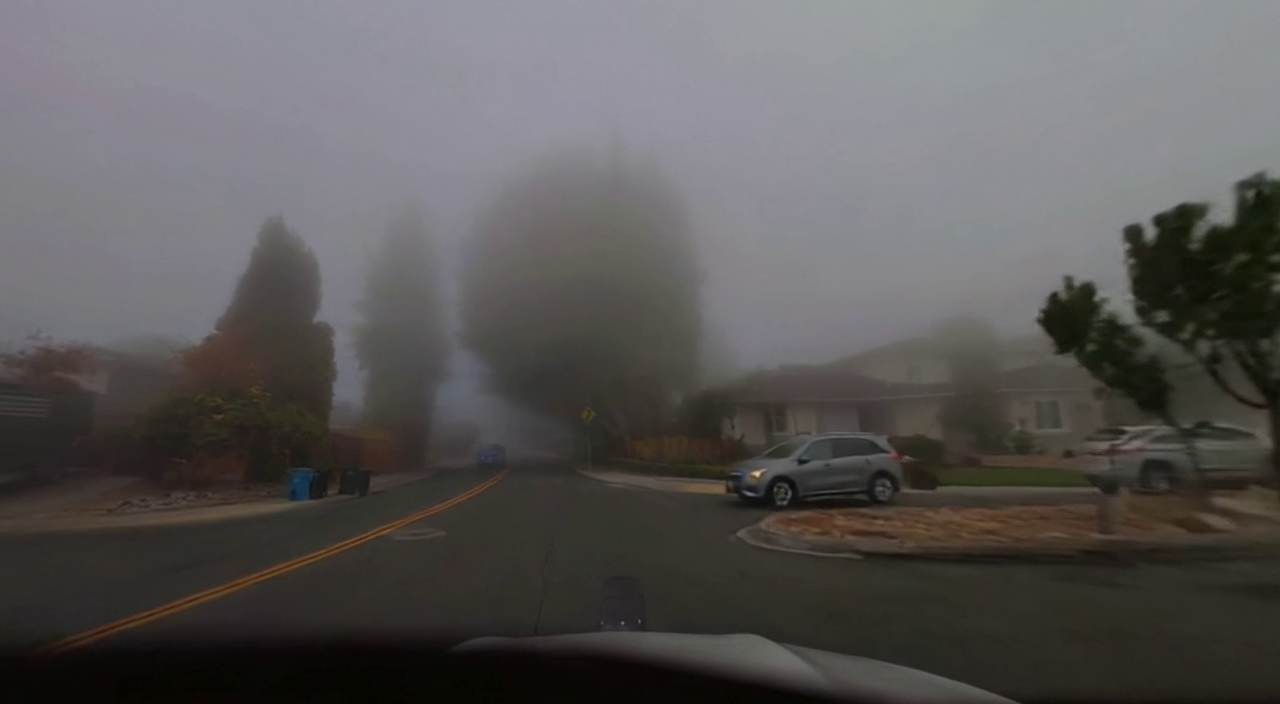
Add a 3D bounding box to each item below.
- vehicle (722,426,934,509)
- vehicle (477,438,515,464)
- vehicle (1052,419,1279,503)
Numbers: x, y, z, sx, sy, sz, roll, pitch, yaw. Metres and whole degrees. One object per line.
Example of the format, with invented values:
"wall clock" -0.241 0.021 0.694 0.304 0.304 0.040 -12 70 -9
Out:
"vehicle" 3.796 2.413 13.267 3.772 1.531 1.949 -1 -9 -2
"vehicle" -9.584 6.659 42.303 2.036 1.657 4.391 0 -9 -7
"vehicle" 11.440 2.225 12.949 4.378 1.543 2.080 -2 -9 8
